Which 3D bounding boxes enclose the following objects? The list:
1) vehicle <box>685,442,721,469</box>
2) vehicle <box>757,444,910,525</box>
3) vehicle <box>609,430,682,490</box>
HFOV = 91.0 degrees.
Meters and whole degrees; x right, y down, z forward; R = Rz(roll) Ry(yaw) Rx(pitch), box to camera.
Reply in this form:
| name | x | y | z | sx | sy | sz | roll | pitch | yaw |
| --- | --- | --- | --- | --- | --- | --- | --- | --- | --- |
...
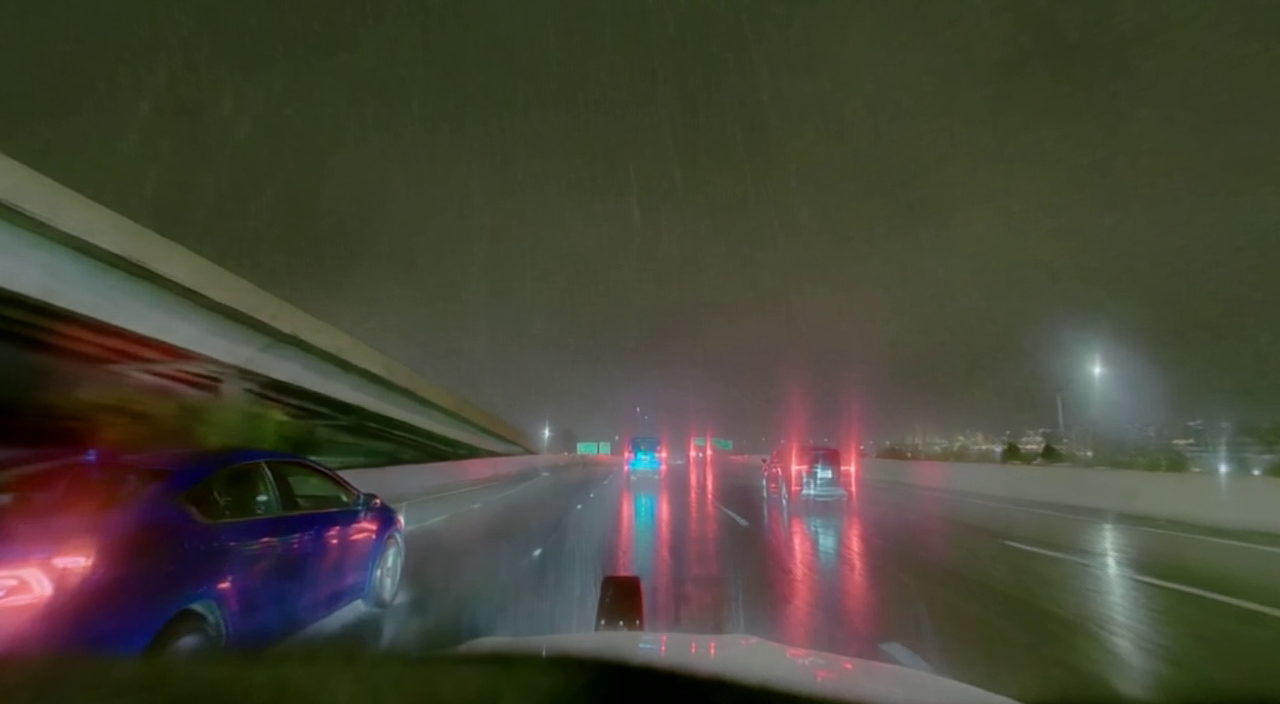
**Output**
| name | x | y | z | sx | sy | sz | roll | pitch | yaw |
| --- | --- | --- | --- | --- | --- | --- | --- | --- | --- |
| vehicle | 4.109 | 6.824 | 41.585 | 2.047 | 1.700 | 4.069 | 0 | -9 | 1 |
| vehicle | 3.984 | 2.784 | 13.814 | 2.047 | 1.500 | 4.017 | 0 | -9 | 0 |
| vehicle | 0.195 | 3.708 | 21.833 | 2.264 | 1.841 | 4.583 | 0 | -9 | 0 |
